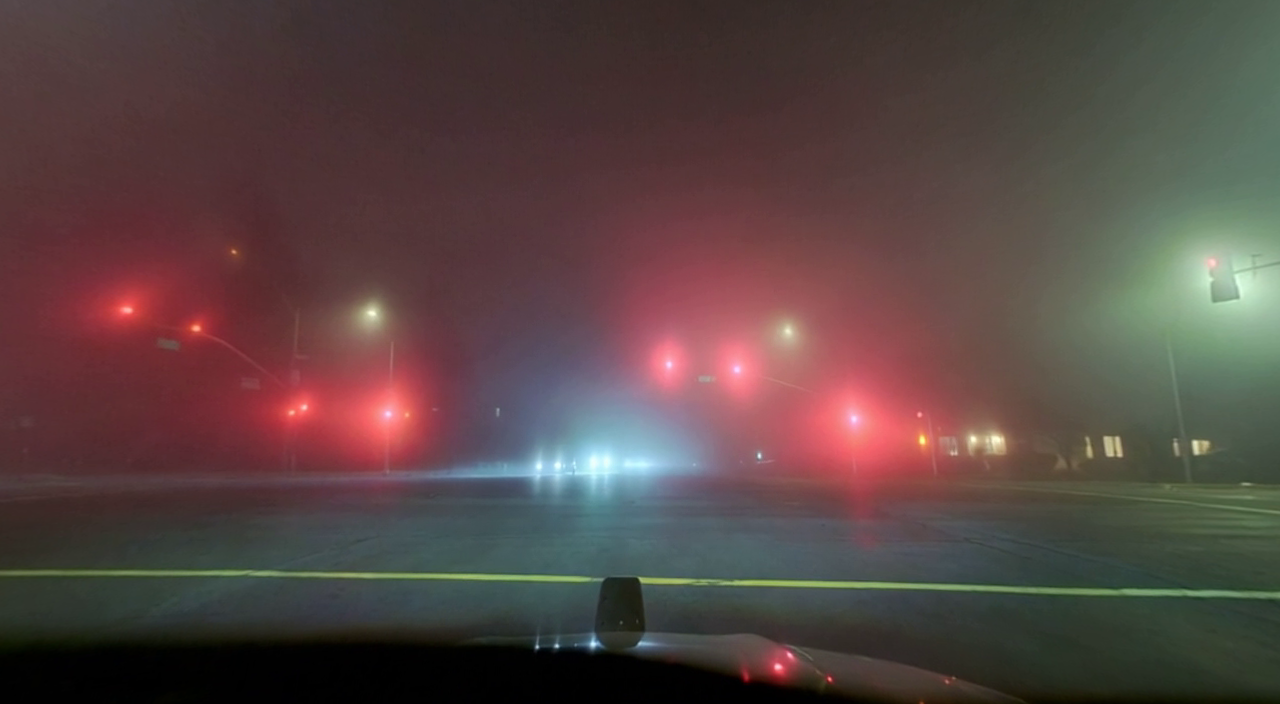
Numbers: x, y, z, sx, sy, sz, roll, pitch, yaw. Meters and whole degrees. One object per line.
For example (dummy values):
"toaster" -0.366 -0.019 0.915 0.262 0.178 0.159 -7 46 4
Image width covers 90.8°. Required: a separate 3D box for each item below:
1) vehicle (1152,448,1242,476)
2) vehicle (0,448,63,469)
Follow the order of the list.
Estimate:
"vehicle" 36.783 7.240 41.879 1.853 1.723 4.460 0 -9 0
"vehicle" -44.291 7.635 45.356 3.949 1.422 1.744 0 -9 1
